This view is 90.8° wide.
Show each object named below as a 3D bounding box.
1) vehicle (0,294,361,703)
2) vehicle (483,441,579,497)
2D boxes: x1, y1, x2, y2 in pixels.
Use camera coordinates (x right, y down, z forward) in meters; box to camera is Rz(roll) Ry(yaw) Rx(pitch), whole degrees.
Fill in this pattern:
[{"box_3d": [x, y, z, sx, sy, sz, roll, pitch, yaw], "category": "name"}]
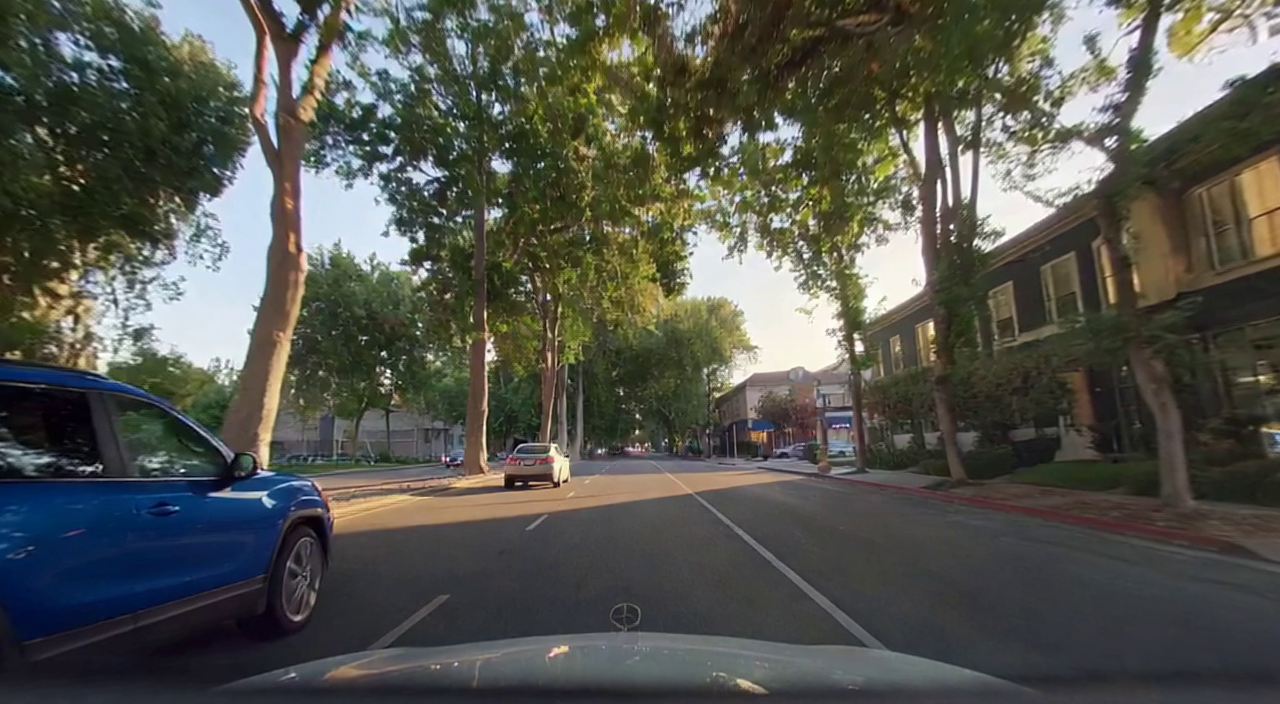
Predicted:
[{"box_3d": [-3.331, 0.823, 3.005, 2.042, 1.817, 4.364, 0, -9, -1], "category": "vehicle"}, {"box_3d": [-3.113, 3.453, 19.159, 2.069, 1.470, 4.601, 0, -9, 0], "category": "vehicle"}]
